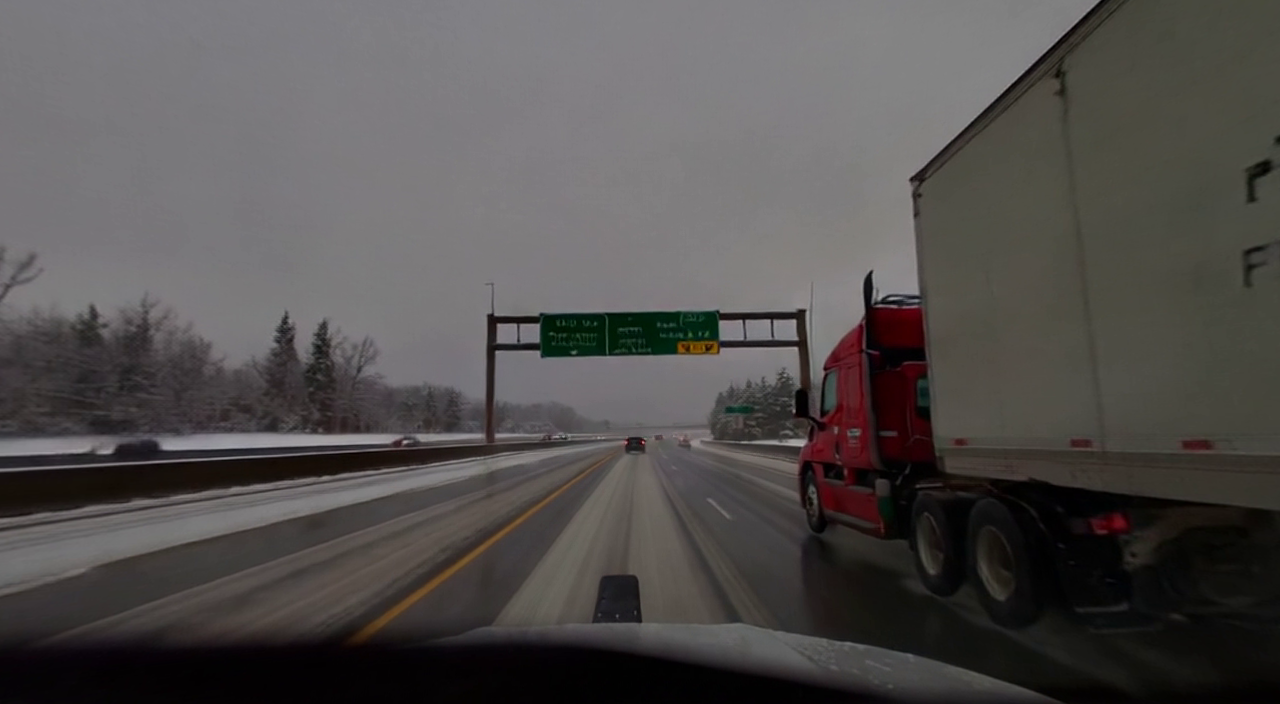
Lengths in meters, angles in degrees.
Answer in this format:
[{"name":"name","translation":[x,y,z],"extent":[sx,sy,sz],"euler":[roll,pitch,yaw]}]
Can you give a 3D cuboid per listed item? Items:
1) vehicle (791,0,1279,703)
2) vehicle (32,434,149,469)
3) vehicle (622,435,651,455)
[{"name":"vehicle","translation":[3.665,0.100,5.231],"extent":[3.222,3.915,6.030],"euler":[0,-8,0]},{"name":"vehicle","translation":[-26.925,4.848,31.110],"extent":[1.829,1.573,4.263],"euler":[-1,-8,2]},{"name":"vehicle","translation":[-0.275,7.114,48.264],"extent":[2.140,1.475,3.969],"euler":[0,-8,0]}]
